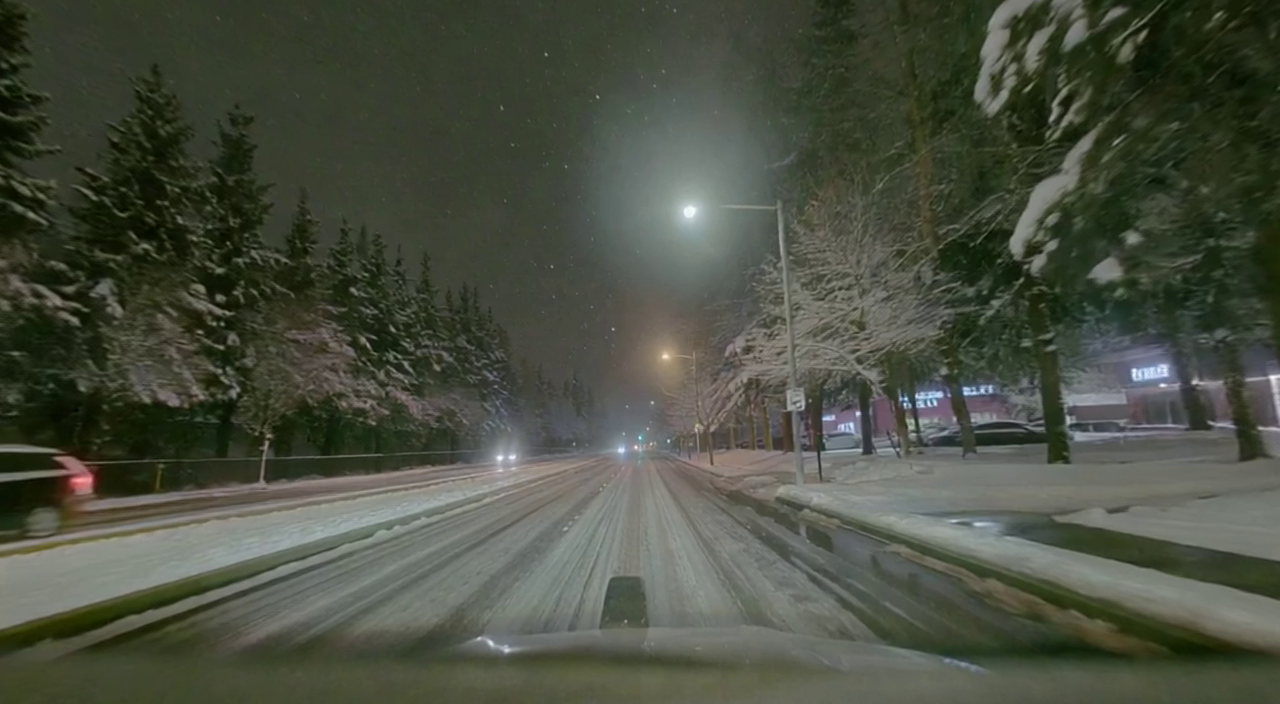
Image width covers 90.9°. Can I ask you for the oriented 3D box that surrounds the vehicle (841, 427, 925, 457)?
[{"bbox_3d":[14.892,5.563,38.733,4.387,1.532,1.930,-9,-12,34],"label":"vehicle"}]

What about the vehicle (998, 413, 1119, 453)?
[{"bbox_3d":[19.907,3.907,30.253,4.419,1.603,1.930,-7,-9,23],"label":"vehicle"}]

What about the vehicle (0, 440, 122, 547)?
[{"bbox_3d":[-10.553,2.191,9.638,1.918,1.581,3.947,-2,-9,0],"label":"vehicle"}]
